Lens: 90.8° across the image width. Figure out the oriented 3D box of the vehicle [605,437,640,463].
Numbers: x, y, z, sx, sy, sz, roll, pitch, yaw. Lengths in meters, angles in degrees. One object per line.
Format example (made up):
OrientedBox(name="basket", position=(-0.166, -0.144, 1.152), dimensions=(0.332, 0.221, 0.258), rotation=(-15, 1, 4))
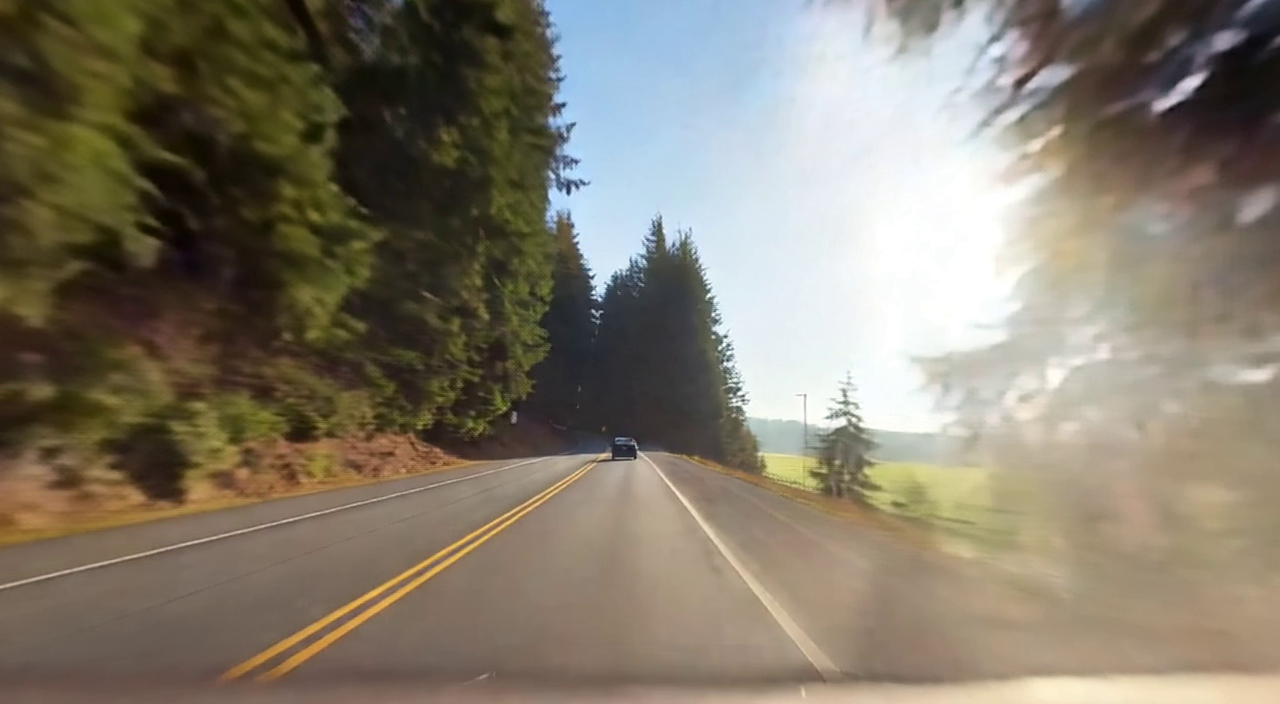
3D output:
OrientedBox(name="vehicle", position=(-1.092, 6.091, 39.445), dimensions=(2.042, 1.489, 3.963), rotation=(0, -8, -2))
